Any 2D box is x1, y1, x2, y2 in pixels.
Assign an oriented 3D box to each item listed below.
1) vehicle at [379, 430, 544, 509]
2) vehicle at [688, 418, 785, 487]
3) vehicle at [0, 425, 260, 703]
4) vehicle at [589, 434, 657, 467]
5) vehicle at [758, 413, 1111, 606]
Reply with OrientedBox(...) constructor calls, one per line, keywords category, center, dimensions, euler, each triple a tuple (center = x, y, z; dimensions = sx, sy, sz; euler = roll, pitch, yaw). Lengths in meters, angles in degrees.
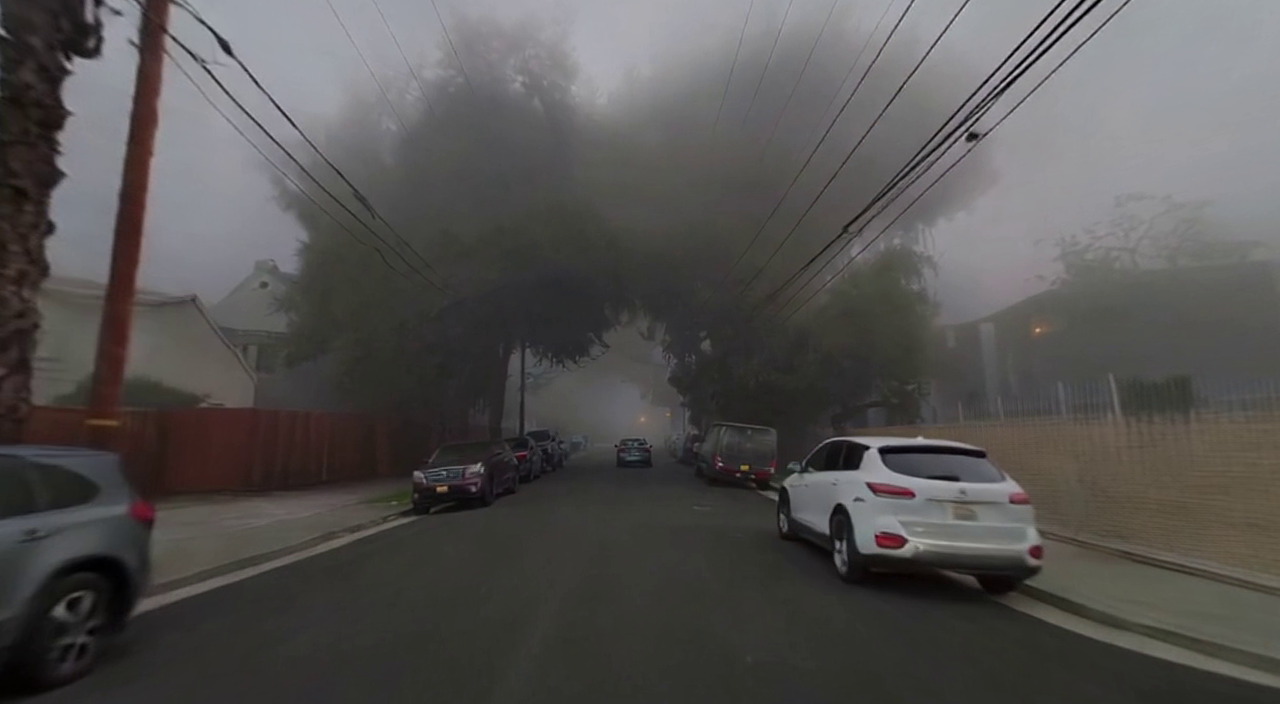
OrientedBox(category="vehicle", center=(-3.935, 2.716, 15.168), dimensions=(2.130, 1.543, 5.386), euler=(-1, -8, 3))
OrientedBox(category="vehicle", center=(2.991, 3.292, 20.991), dimensions=(2.292, 1.981, 5.277), euler=(0, -8, -1))
OrientedBox(category="vehicle", center=(-4.135, 1.097, 2.789), dimensions=(1.769, 1.551, 5.040), euler=(0, -8, 0))
OrientedBox(category="vehicle", center=(-0.960, 4.886, 31.490), dimensions=(2.081, 1.483, 4.599), euler=(3, -9, -19))
OrientedBox(category="vehicle", center=(2.935, 1.681, 7.749), dimensions=(2.060, 1.614, 4.652), euler=(0, -8, 0))
